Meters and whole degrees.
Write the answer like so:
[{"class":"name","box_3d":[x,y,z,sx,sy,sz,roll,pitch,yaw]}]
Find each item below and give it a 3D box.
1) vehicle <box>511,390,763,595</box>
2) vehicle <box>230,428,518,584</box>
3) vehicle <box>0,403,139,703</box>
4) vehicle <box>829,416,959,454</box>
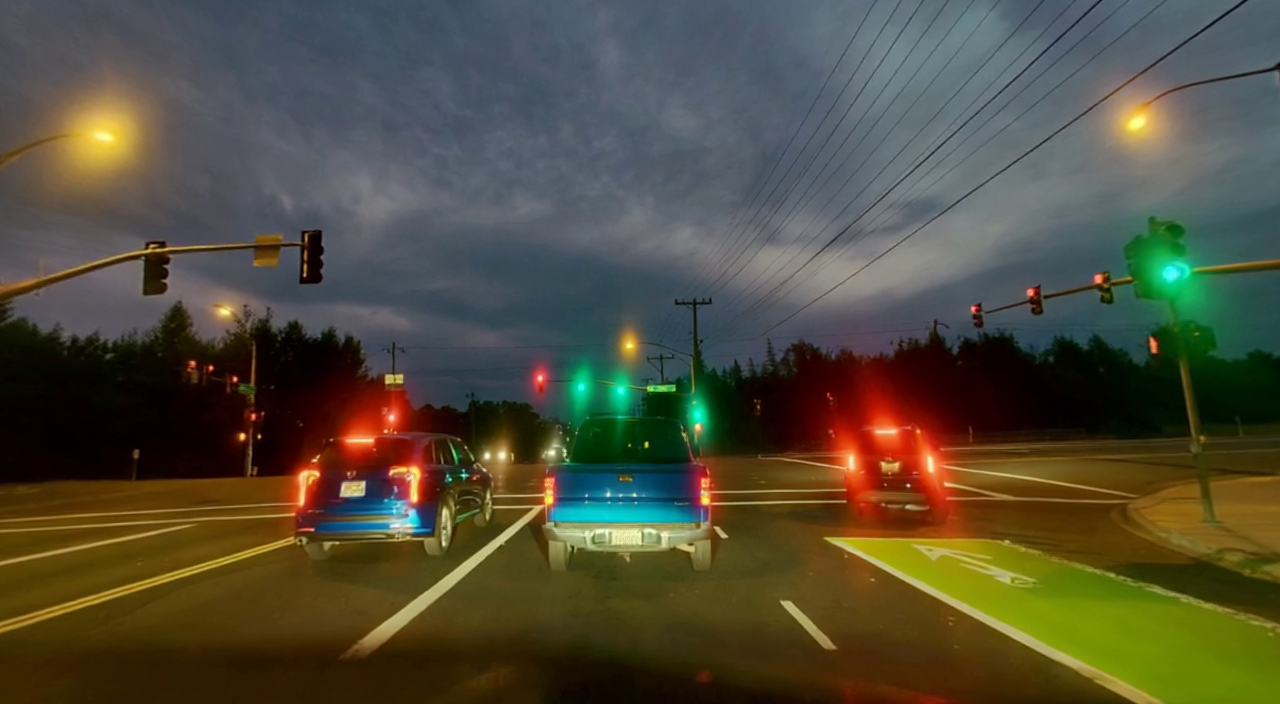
[{"class":"vehicle","box_3d":[-0.055,1.519,7.606,2.182,1.773,4.041,0,-8,-1]},{"class":"vehicle","box_3d":[-2.934,1.765,8.015,1.969,1.486,3.702,0,-8,1]},{"class":"vehicle","box_3d":[-3.349,0.662,0.439,1.928,1.488,4.936,0,-8,0]},{"class":"vehicle","box_3d":[13.845,4.601,34.831,6.143,1.944,2.229,-1,-8,5]}]
